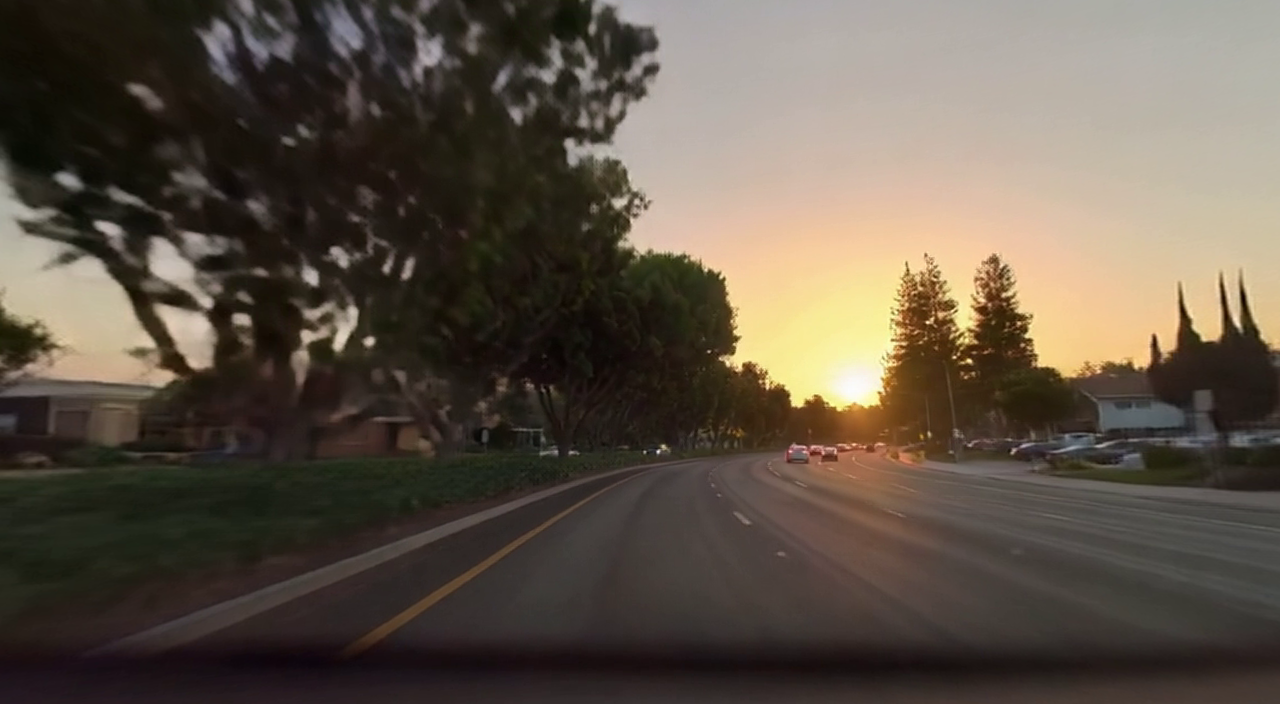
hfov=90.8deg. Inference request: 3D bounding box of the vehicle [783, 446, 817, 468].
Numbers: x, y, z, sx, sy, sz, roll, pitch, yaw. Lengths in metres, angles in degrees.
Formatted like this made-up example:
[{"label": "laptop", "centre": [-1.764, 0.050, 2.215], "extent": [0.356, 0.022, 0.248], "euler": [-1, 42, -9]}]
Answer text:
[{"label": "vehicle", "centre": [11.350, 7.458, 45.072], "extent": [1.988, 1.460, 3.996], "euler": [-2, -9, 9]}]
